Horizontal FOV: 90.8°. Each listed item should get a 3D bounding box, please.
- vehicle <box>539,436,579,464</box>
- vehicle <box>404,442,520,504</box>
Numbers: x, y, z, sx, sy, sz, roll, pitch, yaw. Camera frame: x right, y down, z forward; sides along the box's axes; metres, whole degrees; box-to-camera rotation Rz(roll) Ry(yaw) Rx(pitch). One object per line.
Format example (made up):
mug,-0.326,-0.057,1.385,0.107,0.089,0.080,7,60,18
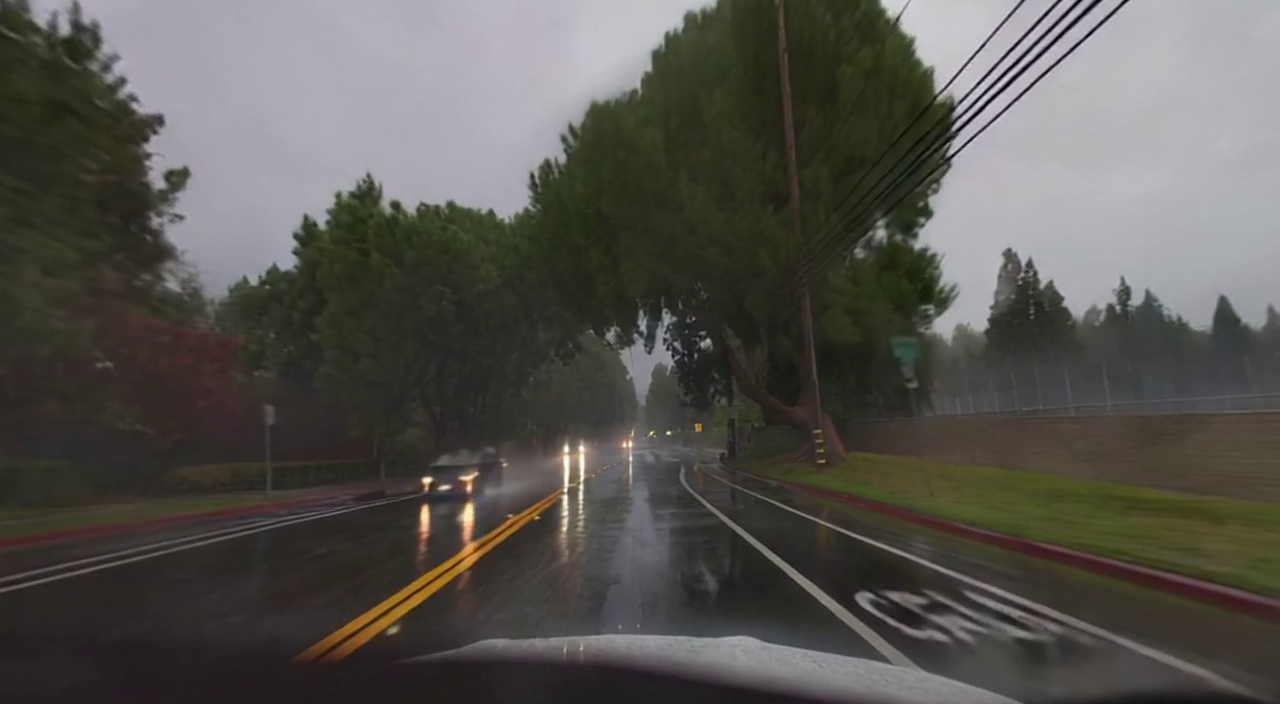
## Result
vehicle,-5.510,6.738,43.445,2.228,1.792,4.397,0,-8,-1
vehicle,-4.728,3.247,17.462,1.966,1.468,4.207,0,-8,0
